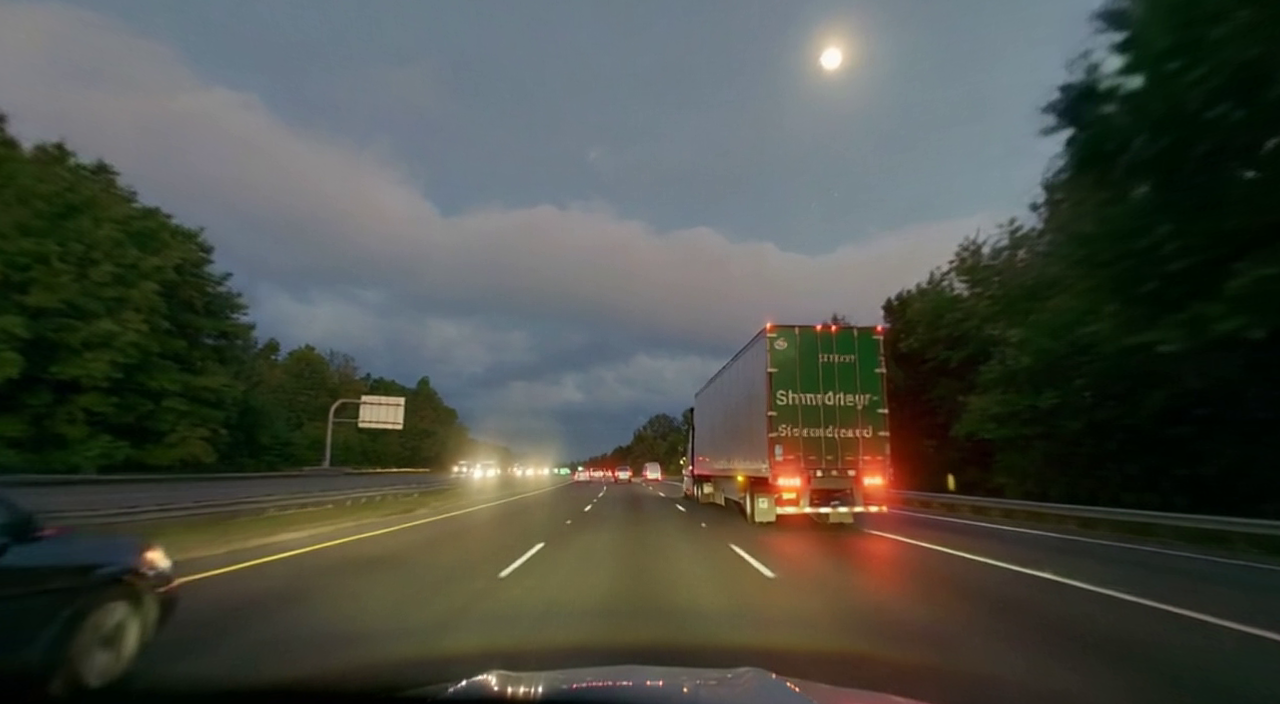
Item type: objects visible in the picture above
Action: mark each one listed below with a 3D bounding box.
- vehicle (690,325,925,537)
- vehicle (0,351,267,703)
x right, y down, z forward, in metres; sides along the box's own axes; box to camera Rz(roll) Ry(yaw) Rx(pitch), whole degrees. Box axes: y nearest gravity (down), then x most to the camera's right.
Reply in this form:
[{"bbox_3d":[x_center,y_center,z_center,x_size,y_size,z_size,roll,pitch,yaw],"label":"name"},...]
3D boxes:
[{"bbox_3d":[3.937,2.861,19.803,2.992,4.300,13.967,1,-11,-2],"label":"vehicle"},{"bbox_3d":[-3.719,0.791,2.102,2.070,1.775,4.646,1,-11,-1],"label":"vehicle"}]
